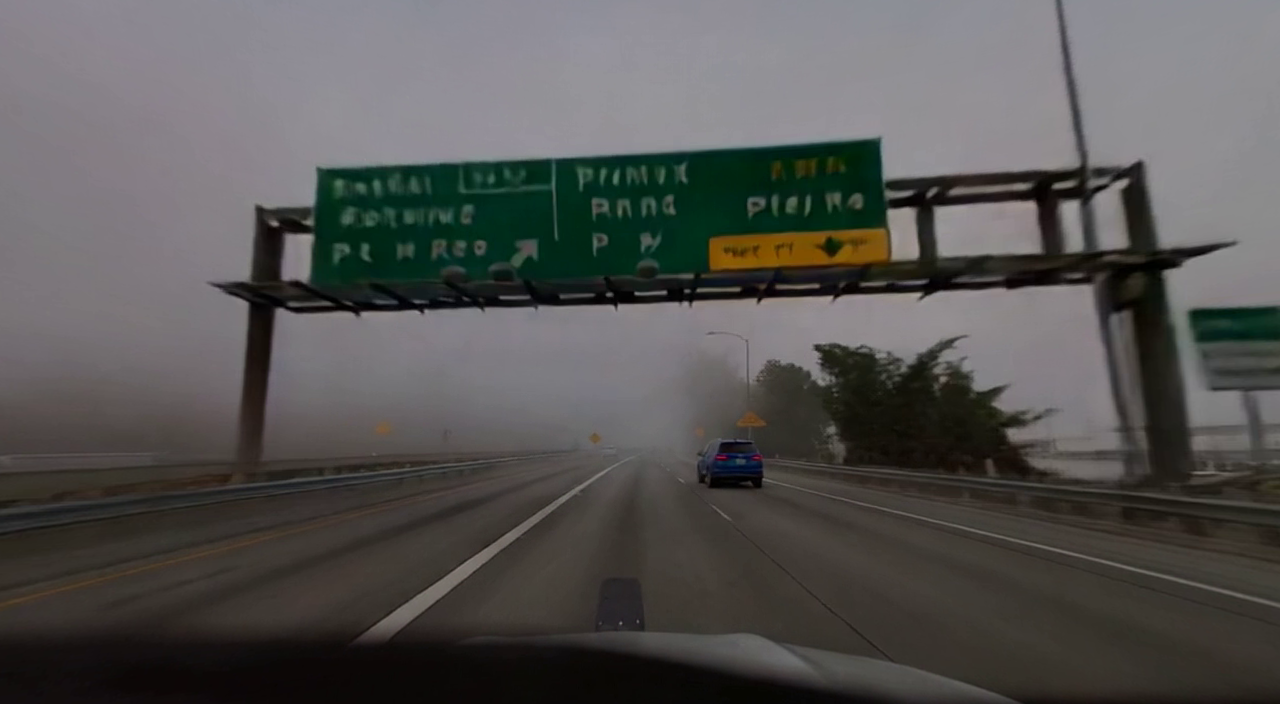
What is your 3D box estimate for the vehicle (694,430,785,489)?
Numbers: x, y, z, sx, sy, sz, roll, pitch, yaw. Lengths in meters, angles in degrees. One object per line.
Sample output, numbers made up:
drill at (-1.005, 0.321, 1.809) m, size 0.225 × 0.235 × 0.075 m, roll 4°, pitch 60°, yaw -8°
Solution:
vehicle at (3.302, 3.712, 22.073) m, size 2.296 × 1.790 × 5.067 m, roll 0°, pitch -9°, yaw 0°
